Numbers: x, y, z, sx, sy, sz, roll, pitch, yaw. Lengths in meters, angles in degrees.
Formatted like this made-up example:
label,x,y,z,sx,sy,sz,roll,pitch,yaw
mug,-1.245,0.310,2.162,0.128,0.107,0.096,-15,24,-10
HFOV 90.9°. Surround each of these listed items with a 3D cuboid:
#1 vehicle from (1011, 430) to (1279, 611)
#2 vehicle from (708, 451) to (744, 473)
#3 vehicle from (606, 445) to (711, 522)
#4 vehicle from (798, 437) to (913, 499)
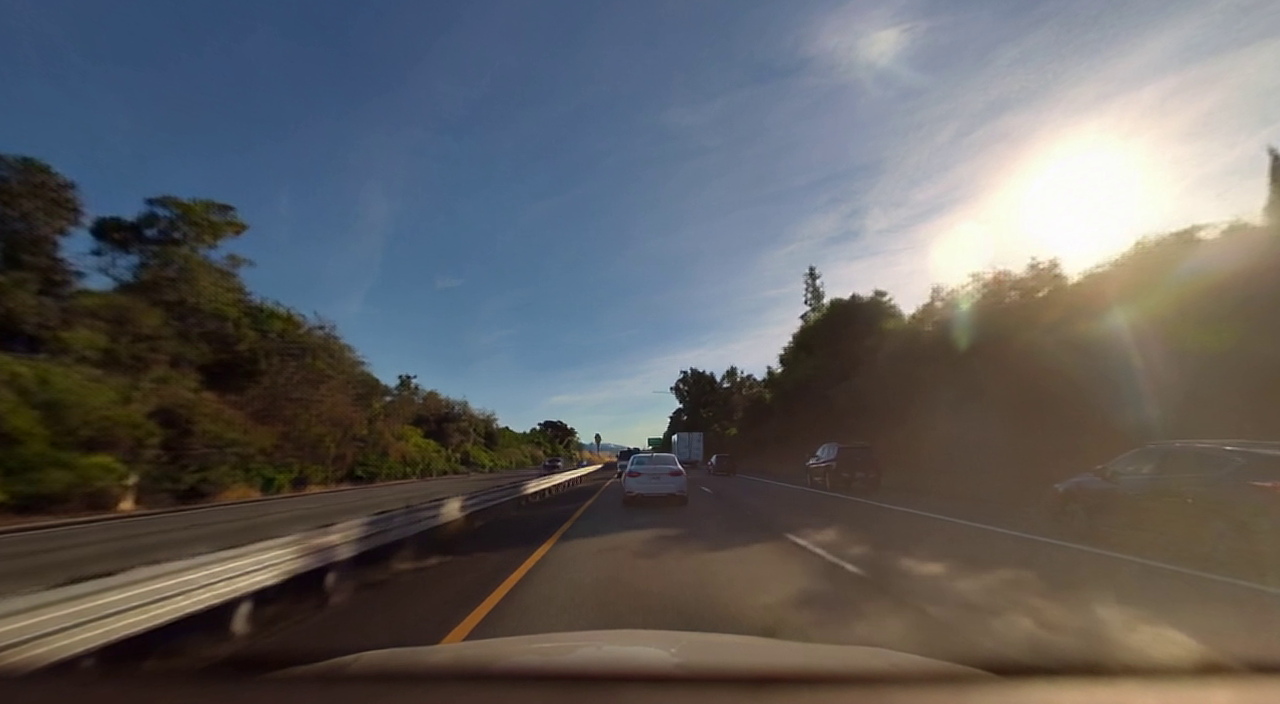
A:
label,x,y,z,sx,sy,sz,roll,pitch,yaw
vehicle,6.270,1.644,6.807,1.965,1.484,4.090,0,-9,-1
vehicle,6.065,7.802,44.839,1.921,1.451,3.841,0,-9,-2
vehicle,0.347,2.911,14.421,2.076,1.485,3.774,0,-9,0
vehicle,6.533,3.577,19.714,1.980,1.702,4.235,0,-9,-1
